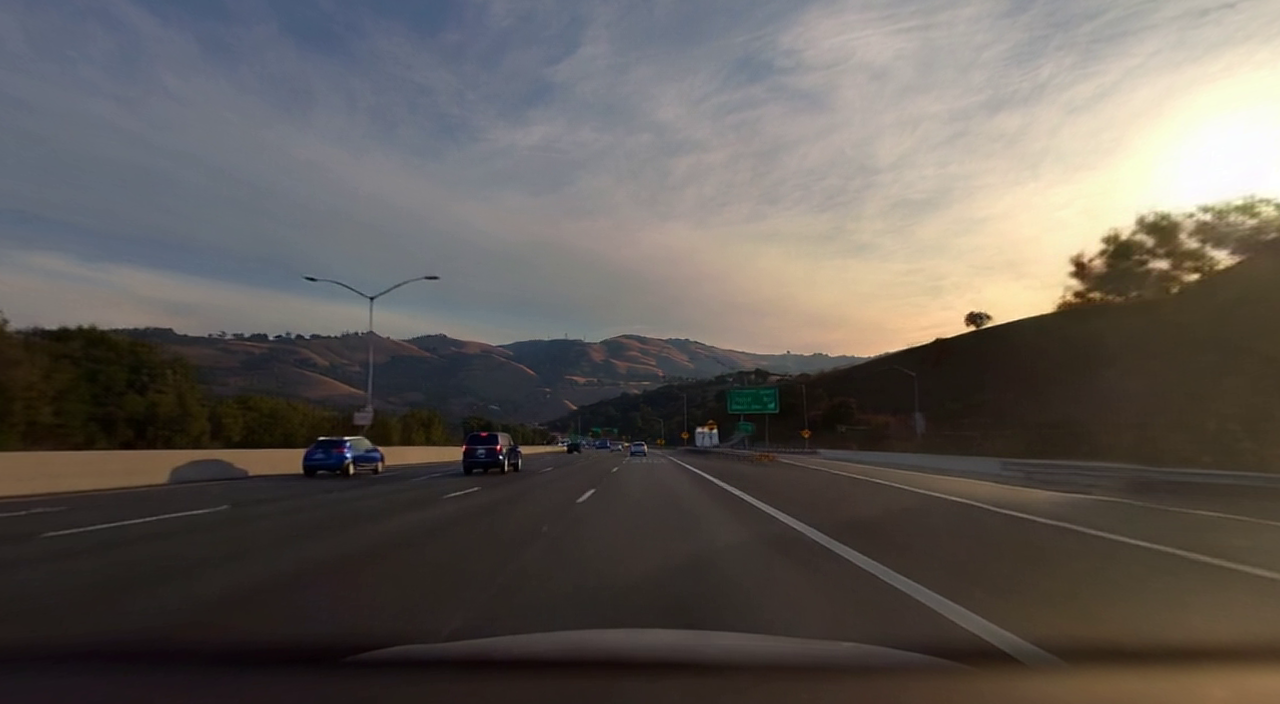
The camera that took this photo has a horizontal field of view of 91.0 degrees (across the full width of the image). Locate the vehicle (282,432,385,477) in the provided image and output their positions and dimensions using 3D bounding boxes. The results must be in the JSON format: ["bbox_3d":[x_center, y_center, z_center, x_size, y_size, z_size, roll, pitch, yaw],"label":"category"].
[{"bbox_3d":[-13.629,4.596,28.429,2.079,1.822,4.893,0,-9,1],"label":"vehicle"}]

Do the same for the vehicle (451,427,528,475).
[{"bbox_3d":[-6.663,4.479,28.568,2.219,1.947,4.924,0,-9,1],"label":"vehicle"}]
